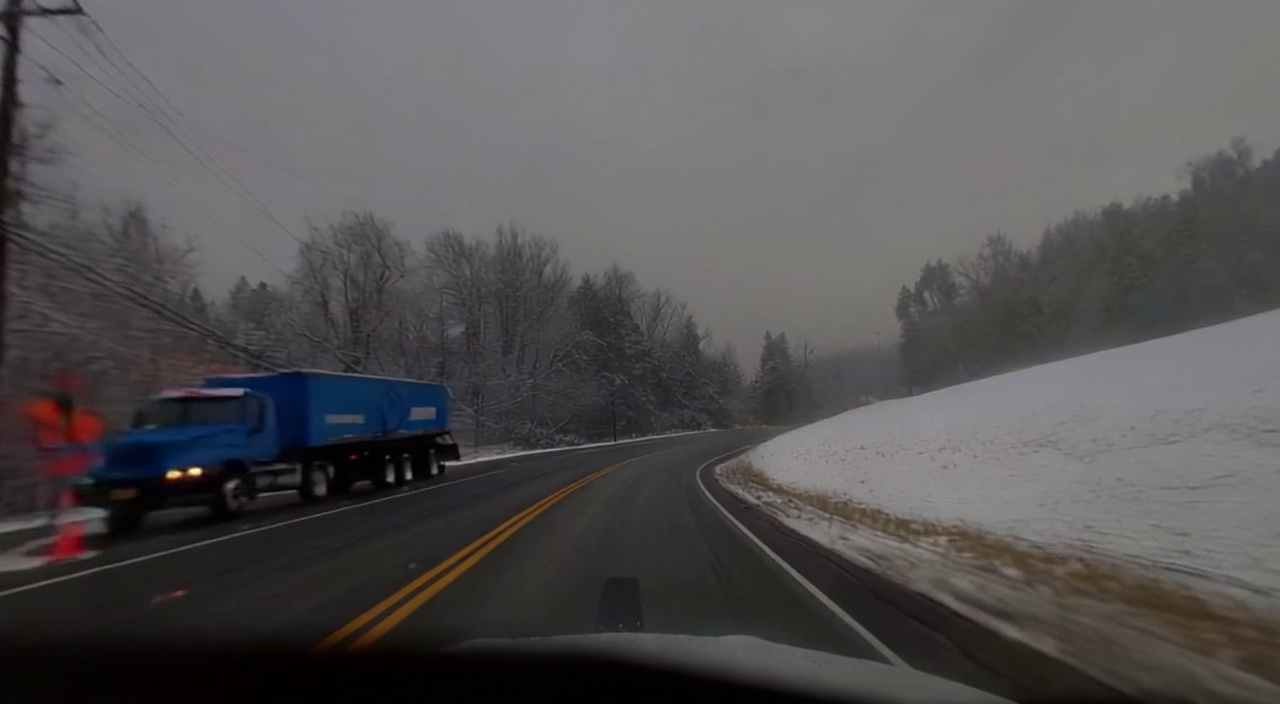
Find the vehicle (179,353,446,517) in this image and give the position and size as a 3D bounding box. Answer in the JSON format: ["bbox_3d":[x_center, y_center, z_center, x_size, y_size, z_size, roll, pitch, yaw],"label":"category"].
[{"bbox_3d":[-7.885,2.149,16.596,3.031,3.185,7.053,-4,-7,2],"label":"vehicle"}]
